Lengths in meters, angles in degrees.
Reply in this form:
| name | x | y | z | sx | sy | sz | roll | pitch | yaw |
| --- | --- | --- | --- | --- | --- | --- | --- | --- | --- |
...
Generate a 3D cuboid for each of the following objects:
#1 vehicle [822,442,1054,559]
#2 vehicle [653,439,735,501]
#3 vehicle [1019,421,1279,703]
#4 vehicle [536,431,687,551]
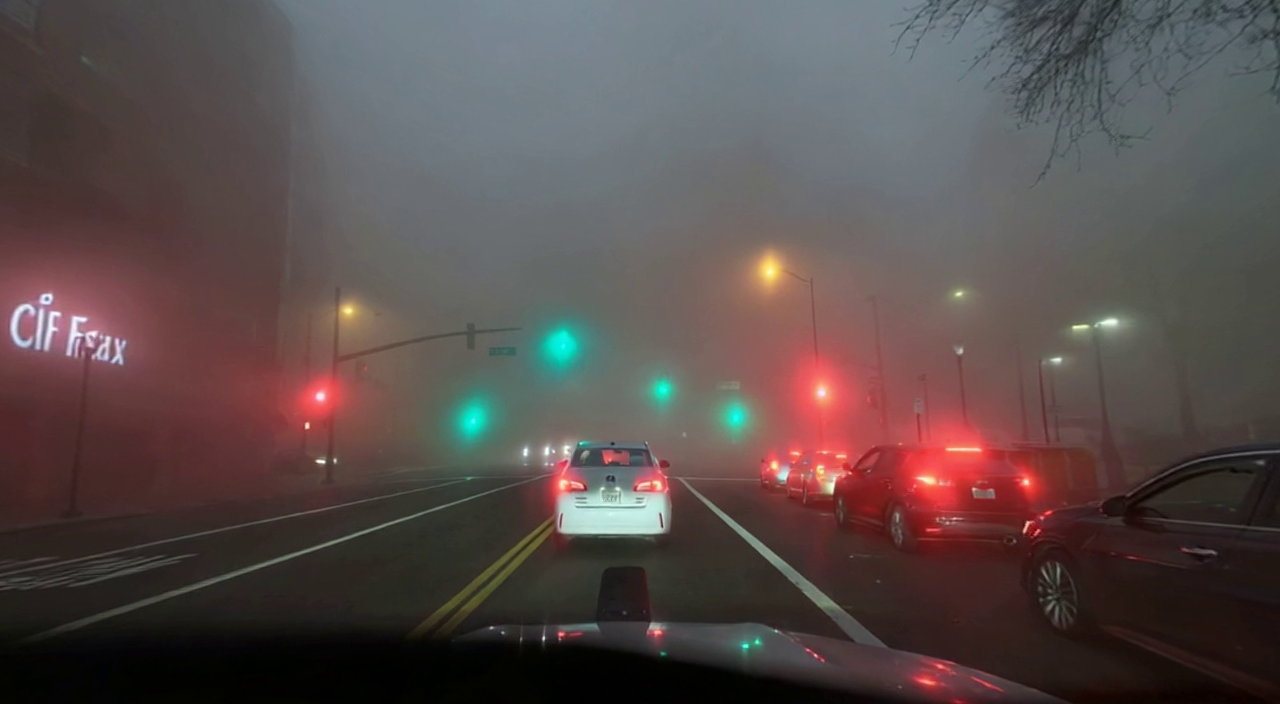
| name | x | y | z | sx | sy | sz | roll | pitch | yaw |
| --- | --- | --- | --- | --- | --- | --- | --- | --- | --- |
| vehicle | 4.596 | 2.302 | 10.671 | 1.912 | 1.505 | 4.618 | -1 | -8 | 4 |
| vehicle | 1.516 | 3.207 | 17.554 | 2.006 | 1.495 | 3.952 | -1 | -8 | 6 |
| vehicle | 3.179 | 0.826 | 1.109 | 2.006 | 1.496 | 4.767 | 0 | -9 | -1 |
| vehicle | -0.469 | 2.025 | 9.869 | 1.888 | 1.489 | 3.703 | 0 | -8 | -4 |
